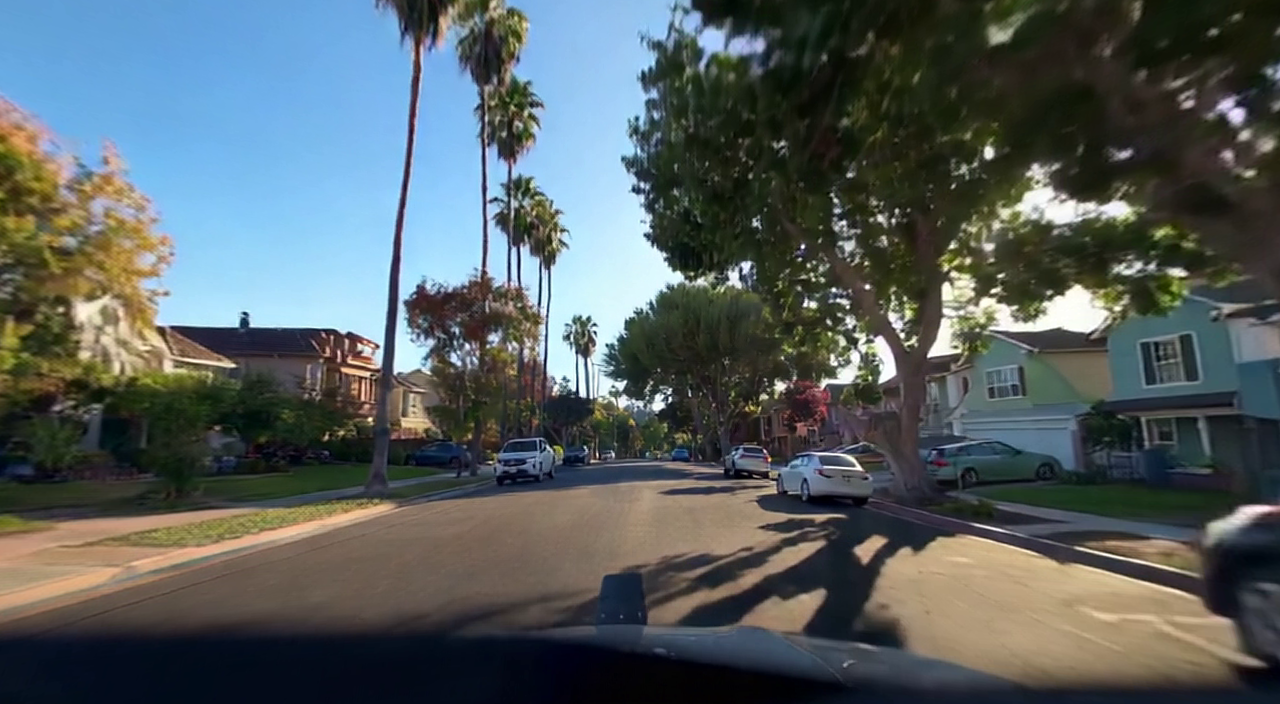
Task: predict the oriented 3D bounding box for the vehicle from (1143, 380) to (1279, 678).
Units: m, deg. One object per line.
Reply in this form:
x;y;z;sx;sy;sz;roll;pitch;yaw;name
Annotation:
5.036;0.913;2.335;2.131;1.824;5.229;3;-8;1;vehicle

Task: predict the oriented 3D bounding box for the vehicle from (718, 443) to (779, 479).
4.944;5.015;29.403;1.991;1.554;4.501;0;-8;-1;vehicle

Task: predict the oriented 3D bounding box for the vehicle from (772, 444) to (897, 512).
5.041;3.286;17.078;2.056;1.464;4.493;3;-8;1;vehicle

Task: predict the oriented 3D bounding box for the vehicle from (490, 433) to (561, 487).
-4.513;4.329;25.709;2.149;1.877;5.082;-1;-8;-2;vehicle

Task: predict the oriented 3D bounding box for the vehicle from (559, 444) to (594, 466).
-4.742;7.766;47.720;2.079;1.486;4.877;-2;-8;0;vehicle

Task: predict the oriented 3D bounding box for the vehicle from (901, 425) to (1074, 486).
11.842;3.550;21.817;4.621;1.591;2.090;-5;-8;-1;vehicle
